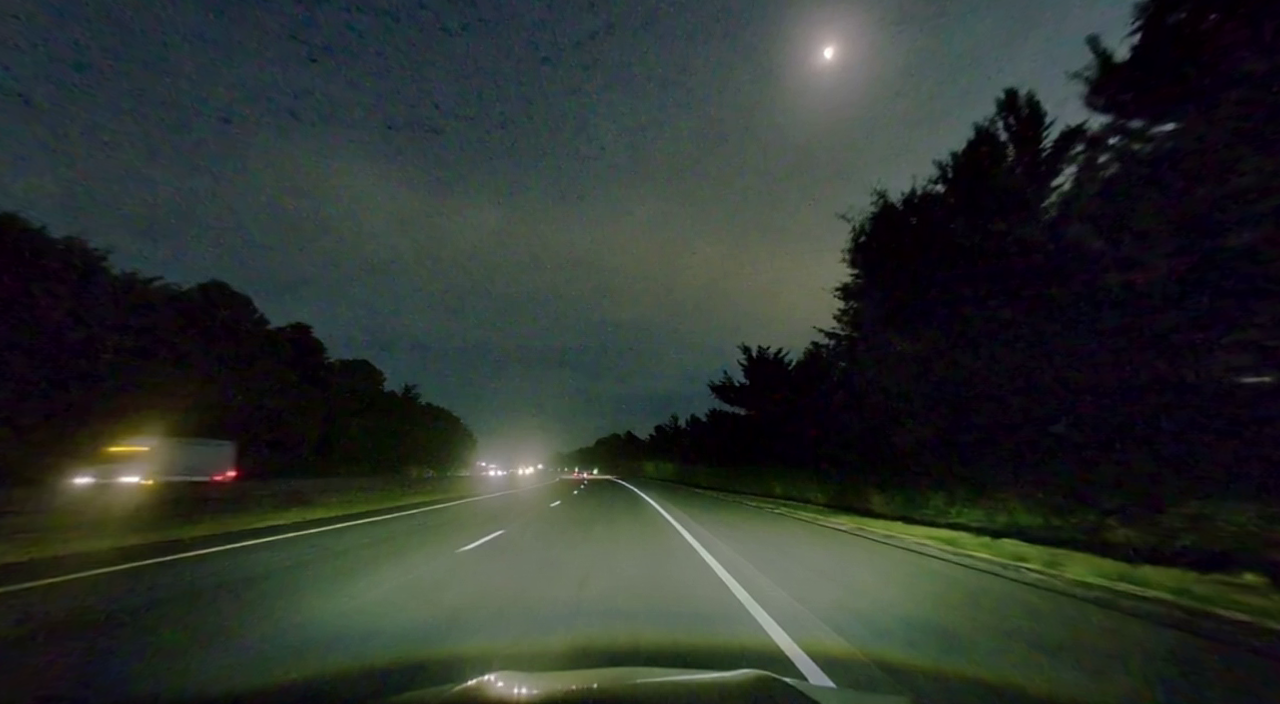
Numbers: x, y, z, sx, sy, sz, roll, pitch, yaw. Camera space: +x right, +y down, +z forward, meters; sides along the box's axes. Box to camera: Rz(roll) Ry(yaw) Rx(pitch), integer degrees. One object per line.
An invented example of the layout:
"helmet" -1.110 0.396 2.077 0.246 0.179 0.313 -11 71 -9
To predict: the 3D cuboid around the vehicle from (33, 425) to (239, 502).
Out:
"vehicle" -17.633 4.024 22.660 2.487 2.367 5.817 1 -11 0
